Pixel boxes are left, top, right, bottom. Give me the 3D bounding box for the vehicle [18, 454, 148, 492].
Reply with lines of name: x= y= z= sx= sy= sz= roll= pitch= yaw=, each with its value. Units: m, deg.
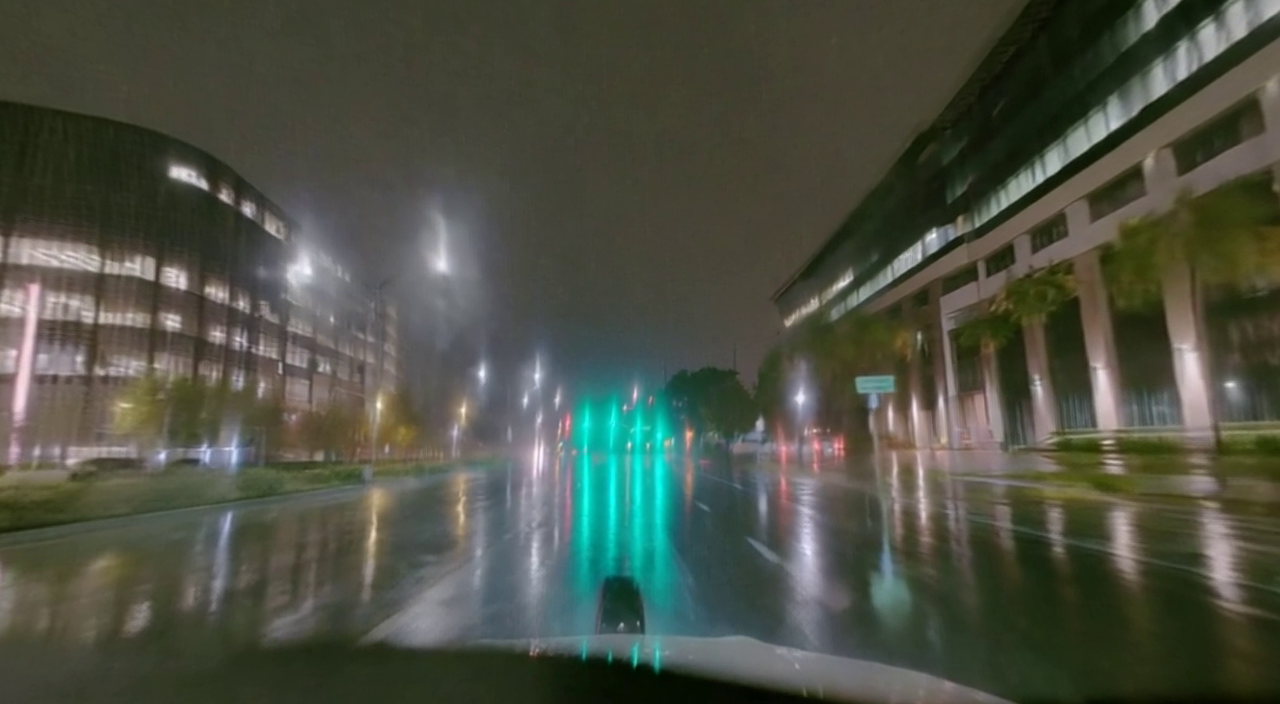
vehicle: x=-33.439 y=7.225 z=38.293 sx=2.483 sy=2.000 sz=6.110 roll=0 pitch=-8 yaw=-2
